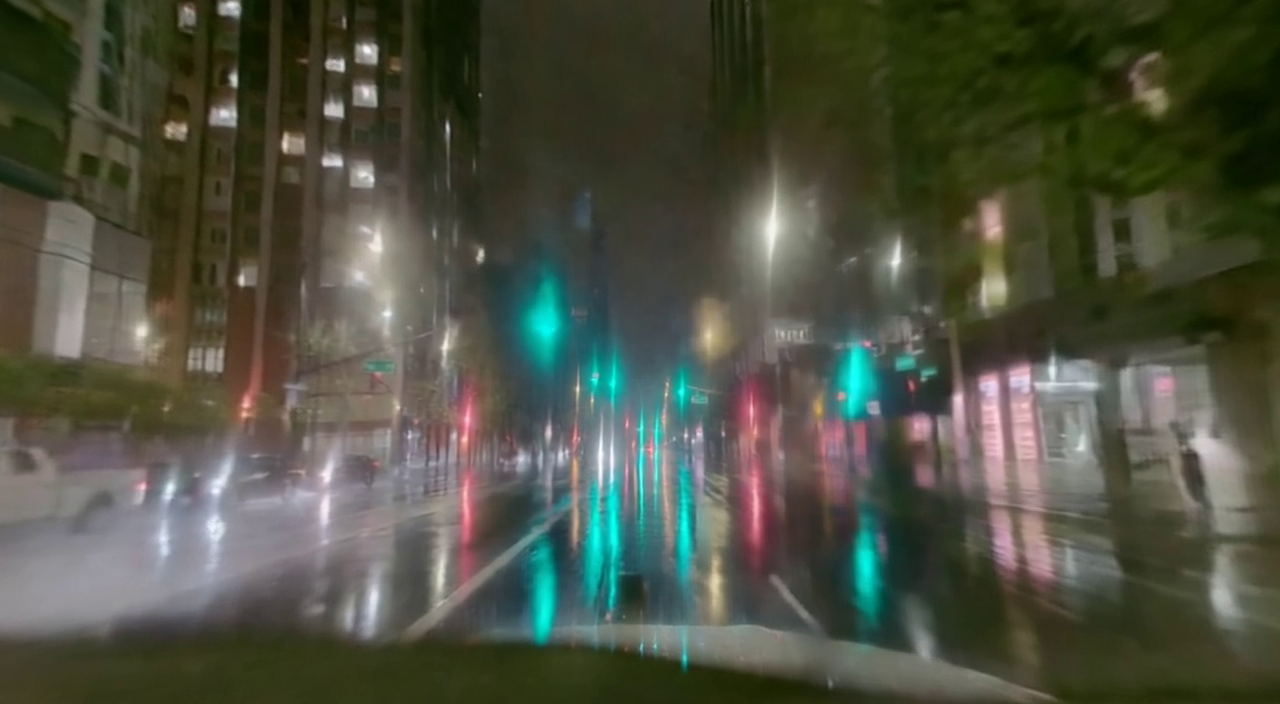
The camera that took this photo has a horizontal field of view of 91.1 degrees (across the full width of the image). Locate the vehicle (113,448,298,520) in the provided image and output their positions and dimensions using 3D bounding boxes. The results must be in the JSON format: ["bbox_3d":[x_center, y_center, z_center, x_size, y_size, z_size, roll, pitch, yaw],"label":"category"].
[{"bbox_3d":[-12.078,3.641,17.927,1.898,1.724,4.445,0,-8,3],"label":"vehicle"}]

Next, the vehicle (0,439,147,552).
[{"bbox_3d":[-12.280,2.566,11.343,2.126,1.963,5.547,0,-8,1],"label":"vehicle"}]

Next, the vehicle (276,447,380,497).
[{"bbox_3d":[-11.990,4.598,24.461,1.956,1.624,4.186,-3,-8,0],"label":"vehicle"}]
